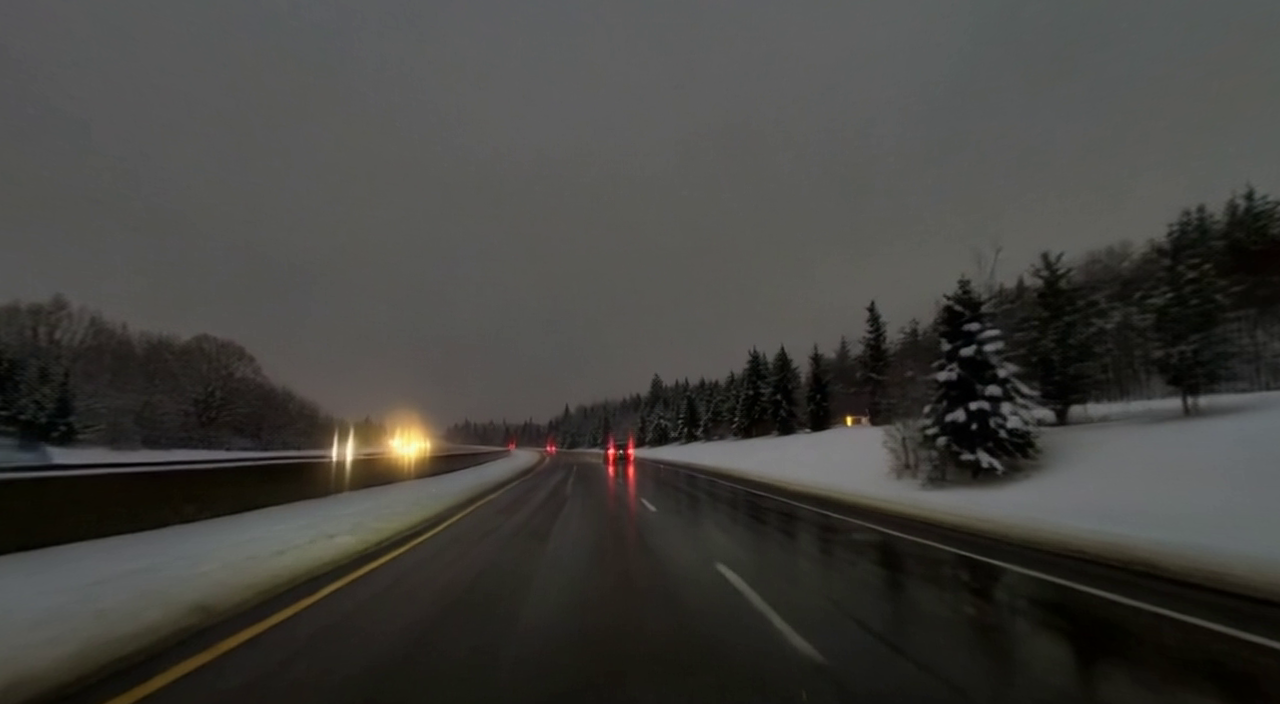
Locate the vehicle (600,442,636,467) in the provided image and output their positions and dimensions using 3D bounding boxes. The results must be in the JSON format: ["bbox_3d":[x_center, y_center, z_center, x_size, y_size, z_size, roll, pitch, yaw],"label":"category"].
[{"bbox_3d":[-1.461,6.456,39.834,2.140,1.455,4.135,0,-8,-4],"label":"vehicle"}]
